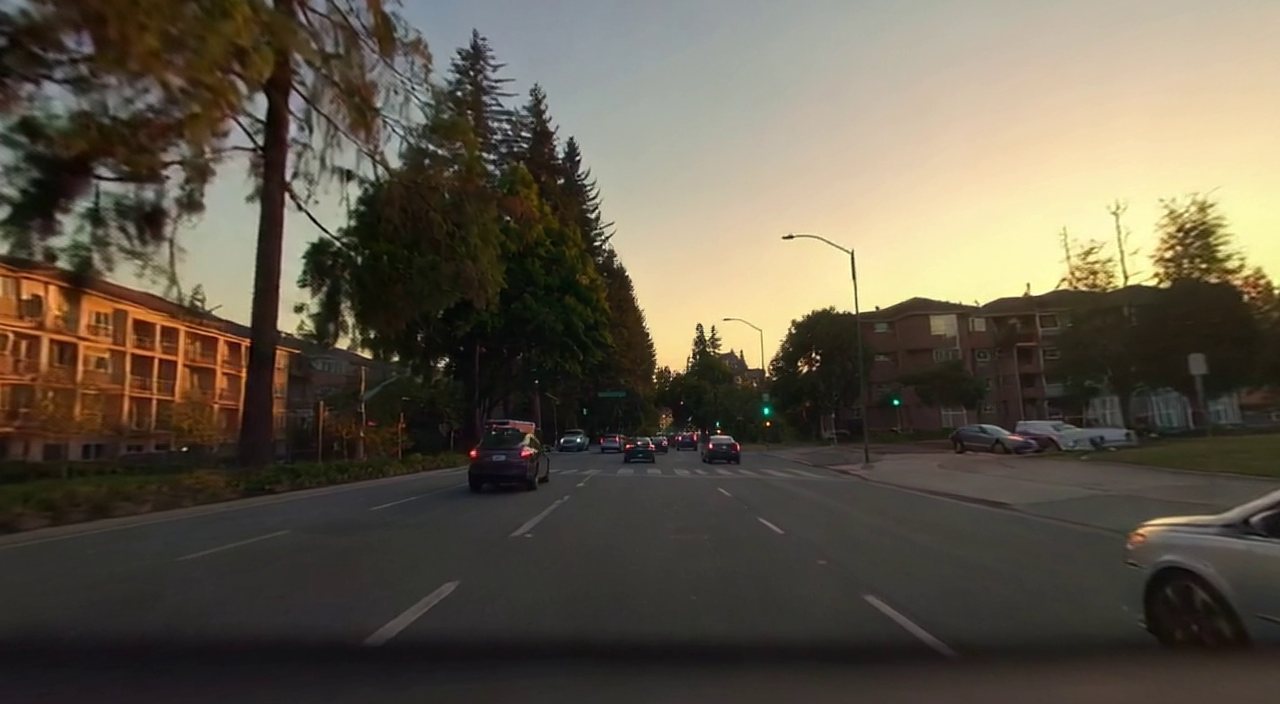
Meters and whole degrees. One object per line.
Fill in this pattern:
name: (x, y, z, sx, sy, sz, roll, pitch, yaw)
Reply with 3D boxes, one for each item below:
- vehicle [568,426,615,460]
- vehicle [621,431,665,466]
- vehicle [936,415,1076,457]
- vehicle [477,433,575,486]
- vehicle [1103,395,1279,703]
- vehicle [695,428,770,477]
vehicle: (-3.073, 5.950, 41.331, 2.579, 2.062, 5.123, 0, -8, 2)
vehicle: (0.132, 4.927, 32.367, 2.110, 1.662, 4.262, 0, -8, 0)
vehicle: (15.720, 3.660, 27.292, 4.701, 1.721, 2.103, 0, -8, 0)
vehicle: (-3.474, 3.384, 20.154, 2.049, 1.485, 4.656, 0, -8, 3)
vehicle: (3.853, 0.763, 1.512, 2.128, 1.502, 4.572, 0, -8, 2)
vehicle: (3.389, 3.800, 23.999, 2.137, 1.646, 4.488, 0, -8, -1)
